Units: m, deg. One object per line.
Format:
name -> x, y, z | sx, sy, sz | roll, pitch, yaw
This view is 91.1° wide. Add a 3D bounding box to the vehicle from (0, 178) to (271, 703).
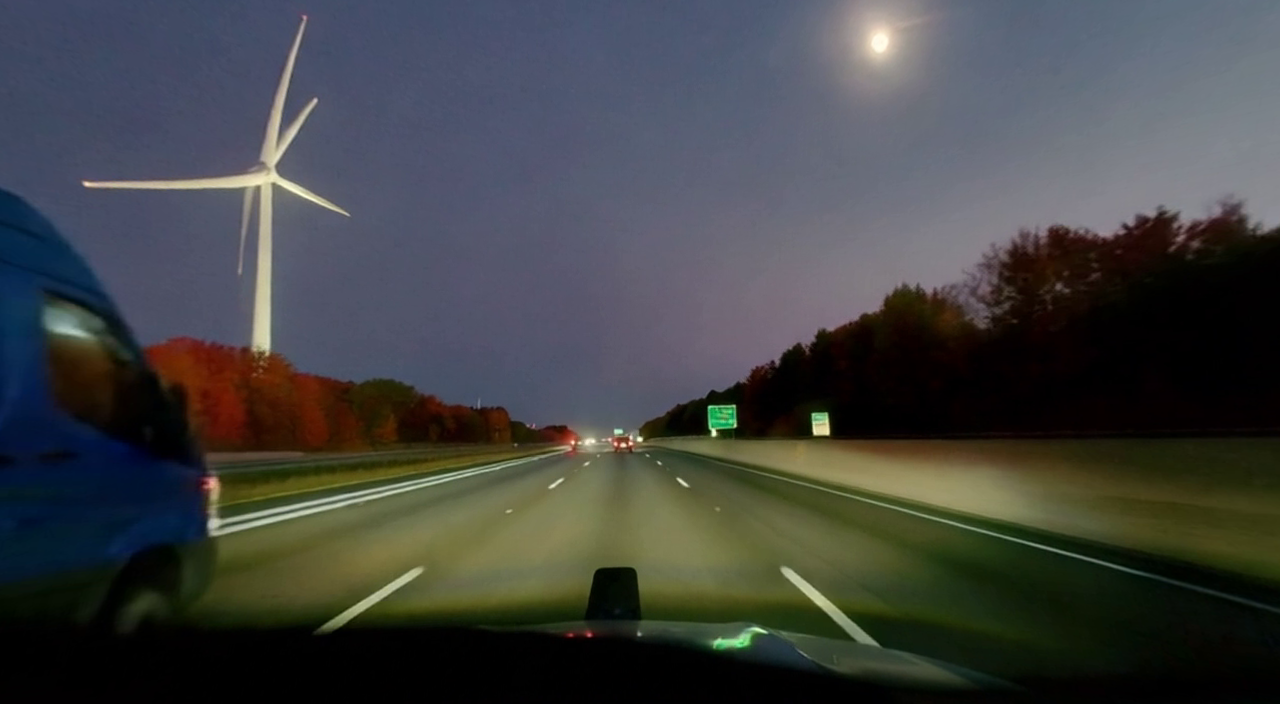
vehicle -> -3.713, 0.365, 1.705 | 2.303, 2.323, 5.089 | 0, -8, 0
